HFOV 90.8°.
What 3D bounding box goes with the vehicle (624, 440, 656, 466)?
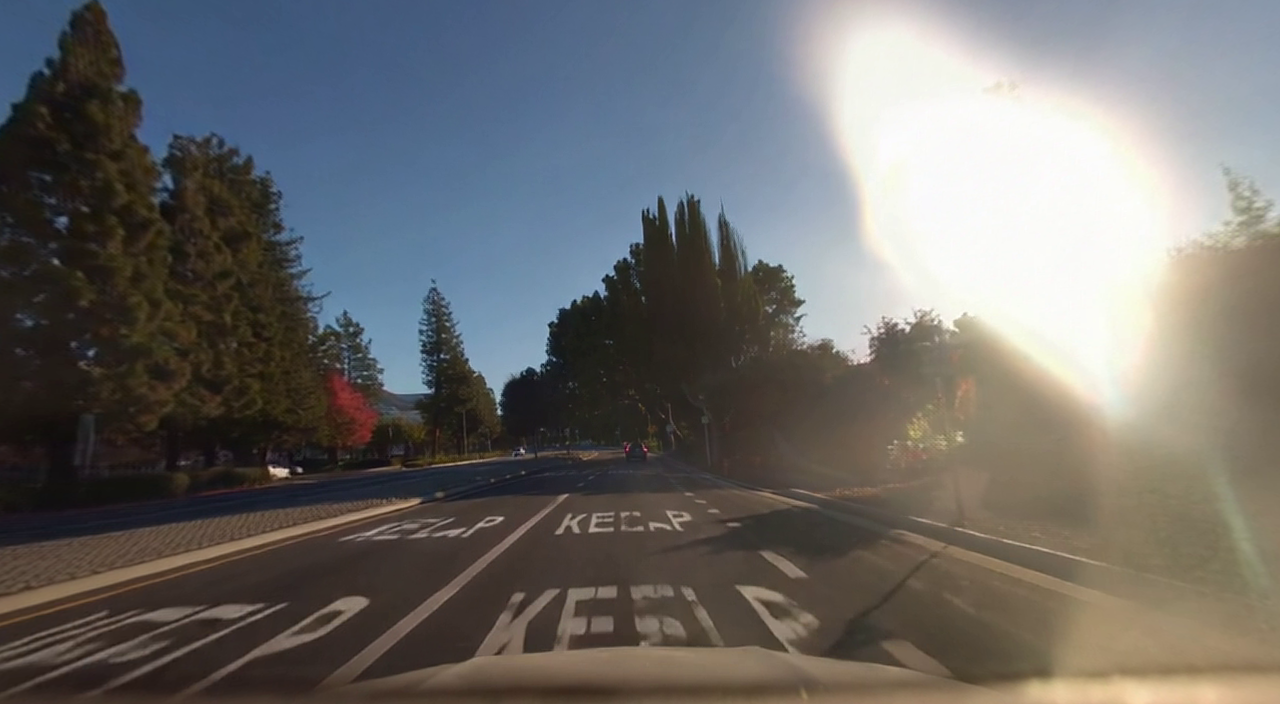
[{"bbox_3d":[-0.032,6.840,42.896,2.045,1.613,4.210,0,-8,-1],"label":"vehicle"}]
